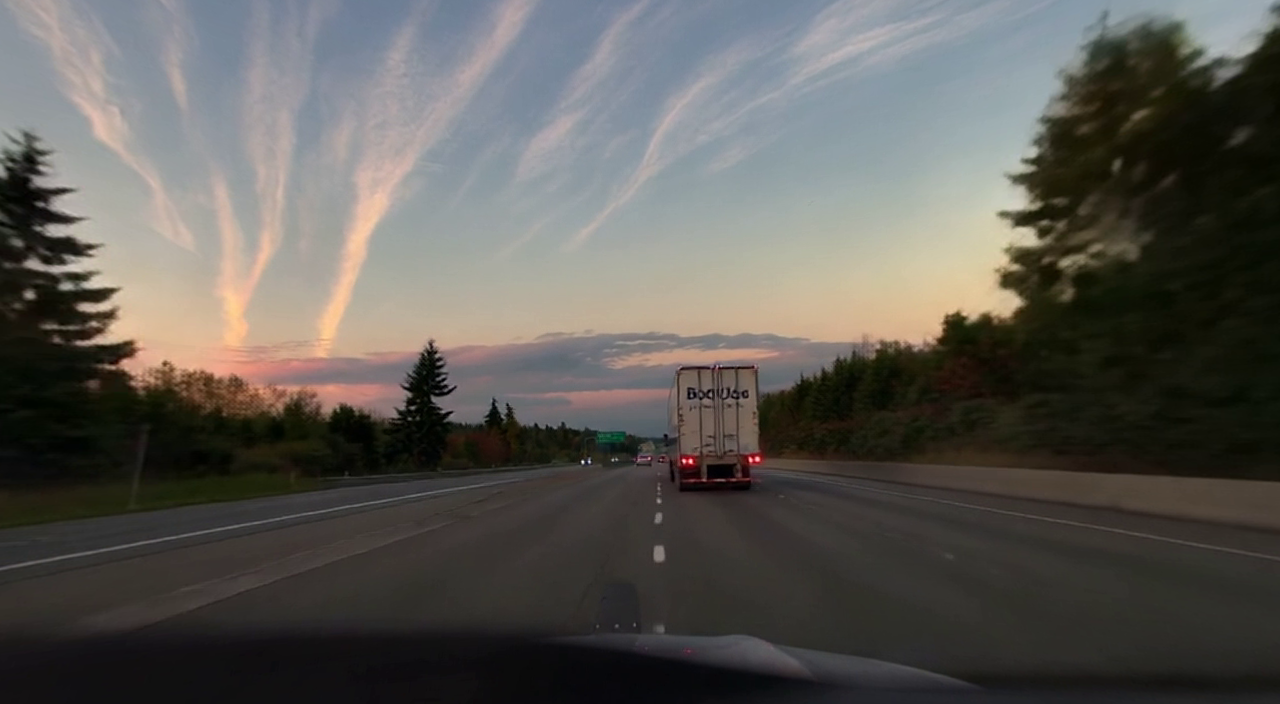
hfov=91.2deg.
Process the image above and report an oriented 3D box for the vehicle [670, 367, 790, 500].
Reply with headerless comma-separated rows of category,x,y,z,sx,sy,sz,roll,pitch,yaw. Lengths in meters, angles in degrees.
vehicle,3.174,3.787,28.015,3.537,4.071,17.399,-1,-9,3
